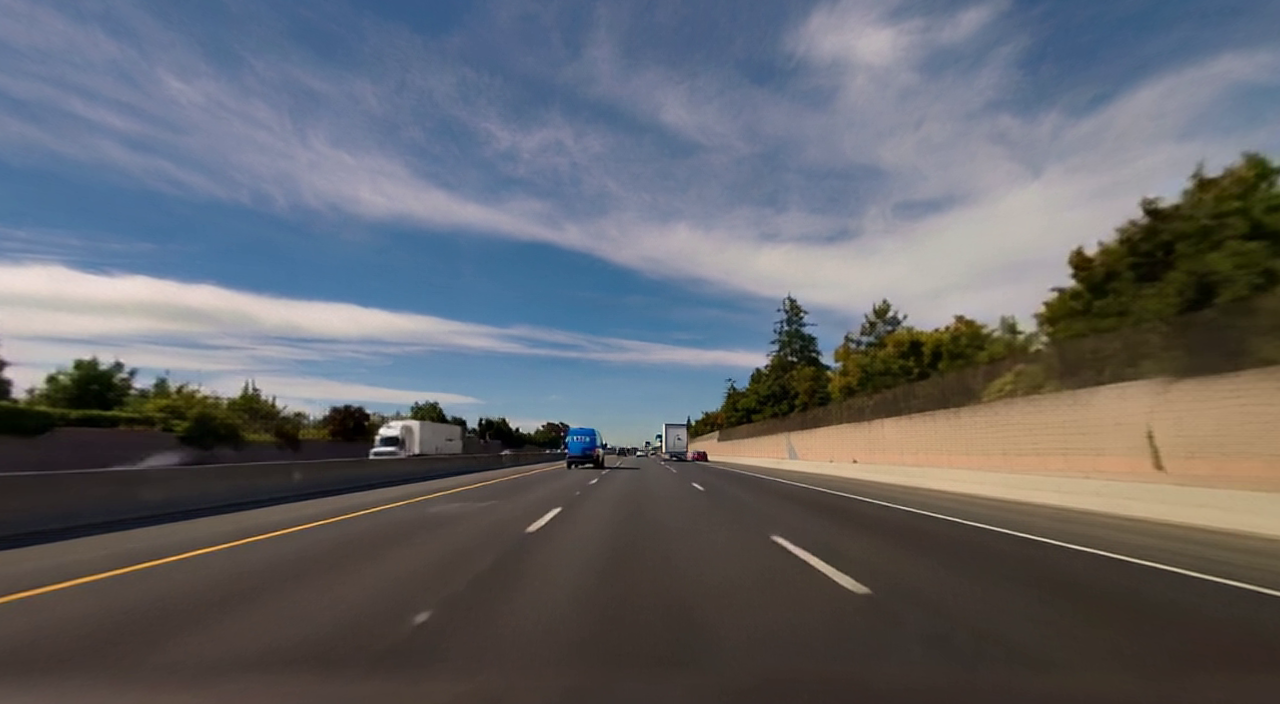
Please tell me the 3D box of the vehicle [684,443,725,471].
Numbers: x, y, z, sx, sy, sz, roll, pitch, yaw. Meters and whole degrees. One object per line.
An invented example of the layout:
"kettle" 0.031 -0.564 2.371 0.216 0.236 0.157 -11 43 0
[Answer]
"vehicle" 3.984 6.561 39.711 2.066 1.638 4.158 0 -9 -2

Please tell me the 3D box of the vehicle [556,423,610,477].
"vehicle" -2.972 5.375 34.790 2.380 2.648 6.879 0 -9 0
